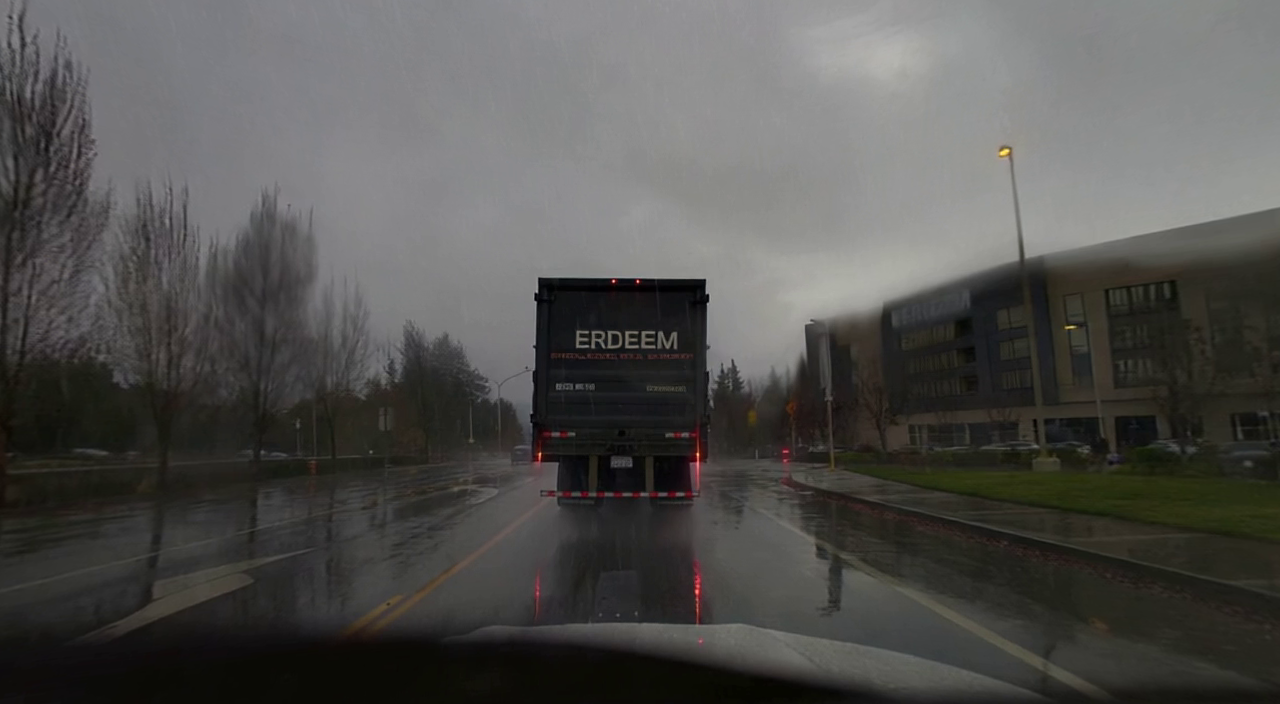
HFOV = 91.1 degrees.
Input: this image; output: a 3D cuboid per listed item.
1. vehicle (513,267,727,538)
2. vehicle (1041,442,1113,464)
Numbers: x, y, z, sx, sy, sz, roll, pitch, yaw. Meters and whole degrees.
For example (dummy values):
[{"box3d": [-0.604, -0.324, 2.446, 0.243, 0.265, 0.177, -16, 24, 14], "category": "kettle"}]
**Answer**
[{"box3d": [-0.215, 1.276, 13.339, 2.876, 3.724, 9.351, 0, -8, 1], "category": "vehicle"}, {"box3d": [31.358, 7.224, 45.164, 1.652, 1.423, 3.797, 5, -9, -36], "category": "vehicle"}]
